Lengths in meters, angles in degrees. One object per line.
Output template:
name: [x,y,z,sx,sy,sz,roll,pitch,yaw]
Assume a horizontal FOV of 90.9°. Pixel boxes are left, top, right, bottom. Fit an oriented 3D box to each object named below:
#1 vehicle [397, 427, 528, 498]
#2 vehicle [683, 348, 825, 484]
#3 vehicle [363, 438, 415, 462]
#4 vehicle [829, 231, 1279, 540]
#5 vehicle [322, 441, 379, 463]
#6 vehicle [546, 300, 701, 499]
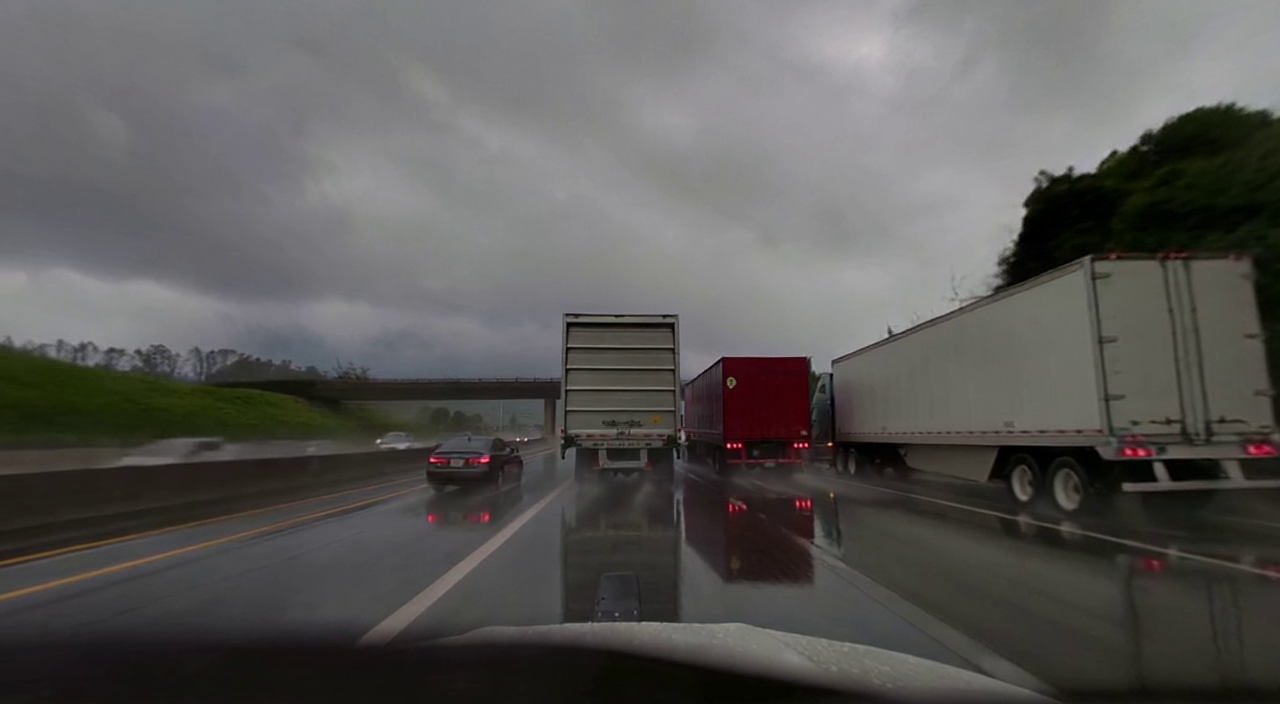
vehicle: [-4.095,2.595,15.243,2.049,1.483,3.786,0,-8,0]
vehicle: [3.644,2.583,23.762,2.817,3.886,11.491,0,-8,-2]
vehicle: [-16.201,6.330,40.892,1.684,1.451,4.061,0,-8,0]
vehicle: [8.110,1.255,14.878,3.000,4.114,13.063,0,-8,-1]
vehicle: [-20.895,7.191,45.690,1.884,1.460,4.801,0,-8,-1]
vehicle: [-0.508,1.647,18.183,3.090,4.065,10.702,0,-8,-2]
